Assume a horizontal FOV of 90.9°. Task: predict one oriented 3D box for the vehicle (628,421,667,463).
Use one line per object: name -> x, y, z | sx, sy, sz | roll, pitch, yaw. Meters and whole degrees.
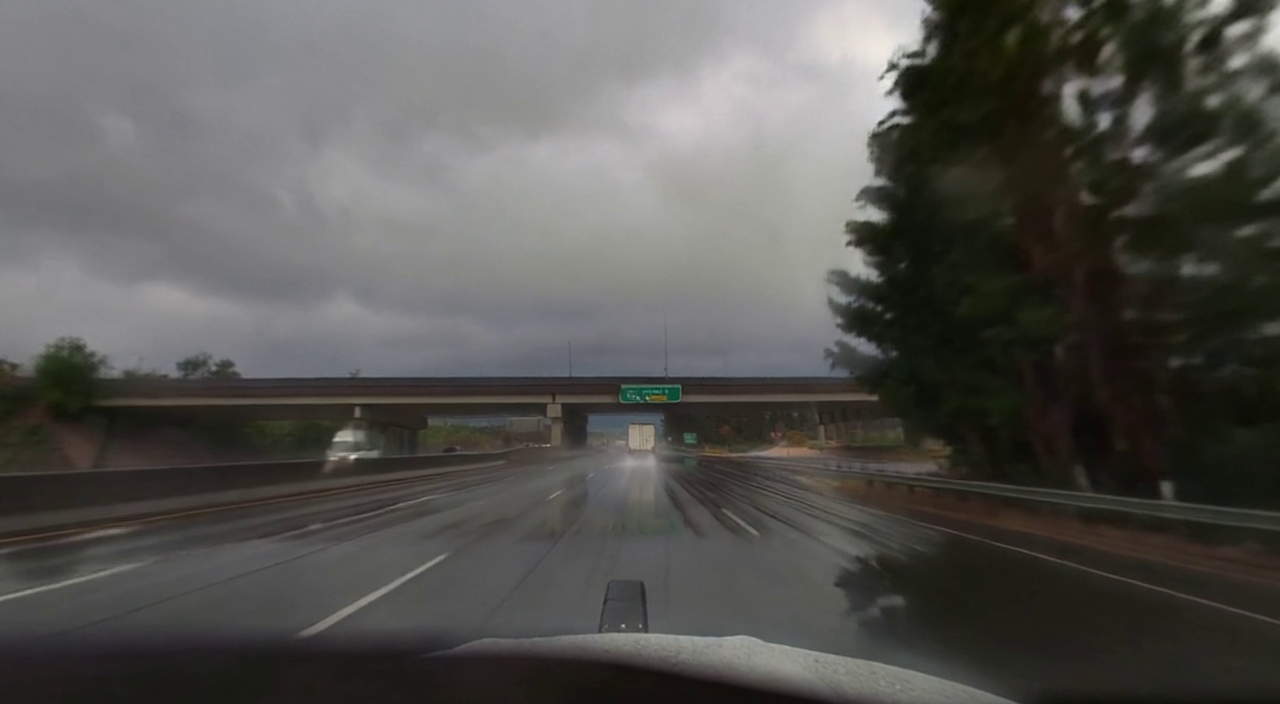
vehicle -> 0.475, 7.165, 49.901 | 2.790, 3.075, 7.414 | 0, -9, -2
